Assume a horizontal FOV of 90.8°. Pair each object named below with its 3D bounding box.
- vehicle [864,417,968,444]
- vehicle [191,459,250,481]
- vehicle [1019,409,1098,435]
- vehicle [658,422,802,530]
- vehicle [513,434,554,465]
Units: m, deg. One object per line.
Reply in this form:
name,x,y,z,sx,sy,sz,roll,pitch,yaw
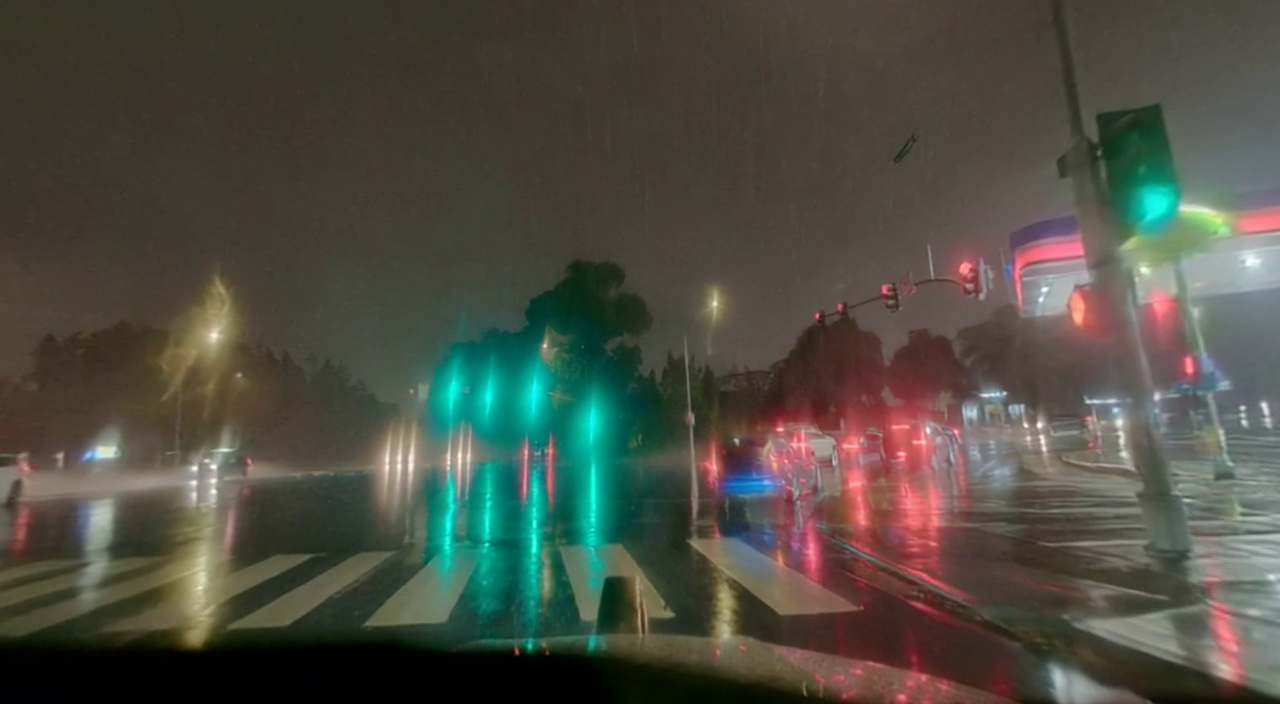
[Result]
vehicle,14.586,4.179,33.488,4.700,1.417,1.789,1,-8,-7
vehicle,-32.776,9.186,49.515,1.894,1.480,4.710,1,-8,-7
vehicle,27.230,4.567,41.137,3.923,1.619,1.817,1,-8,-8
vehicle,1.777,2.042,11.065,1.976,1.462,4.342,-2,-8,15
vehicle,-6.369,5.886,38.193,2.210,1.722,4.215,1,-8,-7
